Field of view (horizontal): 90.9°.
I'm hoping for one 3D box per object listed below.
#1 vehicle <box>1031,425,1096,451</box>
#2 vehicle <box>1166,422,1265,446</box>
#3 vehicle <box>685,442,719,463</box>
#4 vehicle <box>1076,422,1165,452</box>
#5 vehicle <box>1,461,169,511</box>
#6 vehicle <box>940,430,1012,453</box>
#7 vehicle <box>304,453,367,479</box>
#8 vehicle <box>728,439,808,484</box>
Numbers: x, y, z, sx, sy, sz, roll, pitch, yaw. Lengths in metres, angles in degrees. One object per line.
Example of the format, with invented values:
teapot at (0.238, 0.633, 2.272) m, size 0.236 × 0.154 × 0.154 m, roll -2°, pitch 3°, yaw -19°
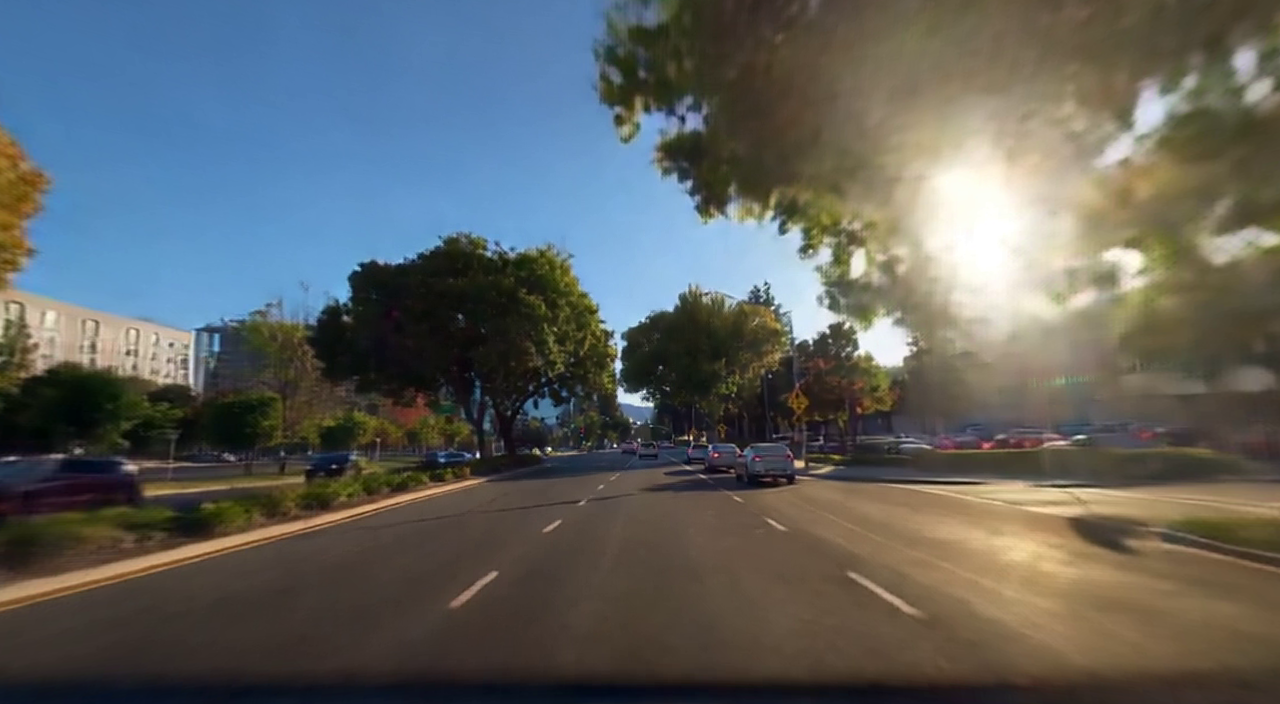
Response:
vehicle at (29.406, 5.980, 43.770) m, size 3.978 × 1.515 × 1.859 m, roll -1°, pitch -8°, yaw -27°
vehicle at (39.392, 5.664, 43.234) m, size 2.342 × 1.427 × 4.442 m, roll 3°, pitch -9°, yaw -35°
vehicle at (4.548, 7.442, 46.762) m, size 1.939 × 1.474 × 4.716 m, roll 0°, pitch -8°, yaw -1°
vehicle at (29.265, 5.166, 38.624) m, size 1.811 × 1.664 × 5.065 m, roll -3°, pitch -7°, yaw 6°
vehicle at (-20.264, 4.870, 23.392) m, size 1.891 × 1.498 × 4.815 m, roll 0°, pitch -8°, yaw -1°
vehicle at (23.967, 6.434, 45.086) m, size 1.837 × 1.536 × 4.036 m, roll 6°, pitch -11°, yaw -37°
vehicle at (-20.615, 7.692, 42.910) m, size 1.936 × 1.603 × 4.714 m, roll 0°, pitch -8°, yaw 0°
vehicle at (4.461, 3.873, 22.607) m, size 1.913 × 1.463 × 4.198 m, roll 0°, pitch -8°, yaw -1°
